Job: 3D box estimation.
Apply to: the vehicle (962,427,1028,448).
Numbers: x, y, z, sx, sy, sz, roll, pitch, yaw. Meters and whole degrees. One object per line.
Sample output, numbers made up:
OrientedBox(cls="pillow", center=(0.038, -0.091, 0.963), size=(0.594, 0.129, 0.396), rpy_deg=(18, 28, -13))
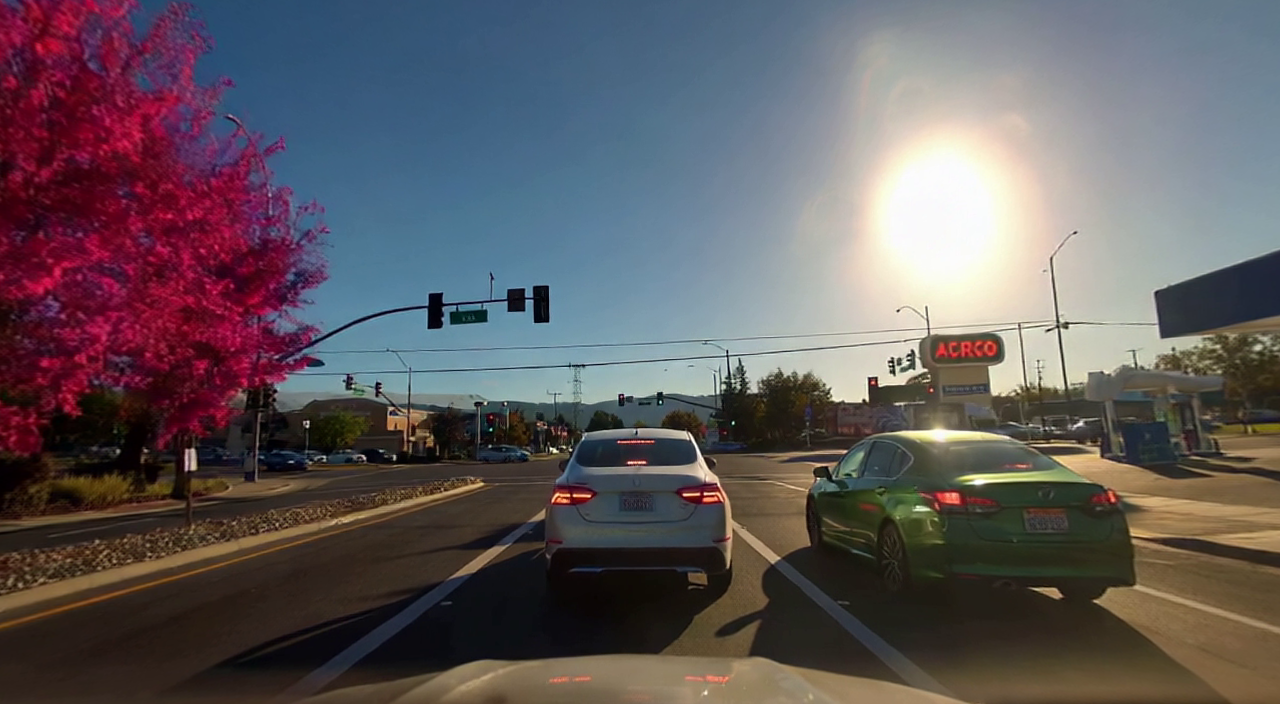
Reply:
OrientedBox(cls="vehicle", center=(27.238, 6.575, 48.399), size=(3.968, 1.572, 1.740), rpy_deg=(0, -9, 3))

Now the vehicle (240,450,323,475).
OrientedBox(cls="vehicle", center=(-23.015, 7.069, 40.506), size=(4.609, 1.465, 1.944), rpy_deg=(-3, -9, 17))

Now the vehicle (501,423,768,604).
OrientedBox(cls="vehicle", center=(-0.066, 1.643, 7.334), size=(2.213, 1.482, 4.057), rpy_deg=(0, -8, -1))

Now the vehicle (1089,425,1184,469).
OrientedBox(cls="vehicle", center=(18.584, 3.537, 23.533), size=(4.300, 1.495, 2.053), rpy_deg=(8, -11, -43))

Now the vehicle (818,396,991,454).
OrientedBox(cls="vehicle", center=(18.542, 5.330, 45.048), size=(10.890, 3.868, 3.021), rpy_deg=(-3, -9, 19))

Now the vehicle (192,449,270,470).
OrientedBox(cls="vehicle", center=(-29.536, 7.792, 45.561), size=(4.466, 1.438, 1.837), rpy_deg=(-1, -8, 5))

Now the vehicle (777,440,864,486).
OrientedBox(cls="vehicle", center=(6.508, 4.041, 23.285), size=(1.942, 1.511, 4.390), rpy_deg=(0, -8, 0))
